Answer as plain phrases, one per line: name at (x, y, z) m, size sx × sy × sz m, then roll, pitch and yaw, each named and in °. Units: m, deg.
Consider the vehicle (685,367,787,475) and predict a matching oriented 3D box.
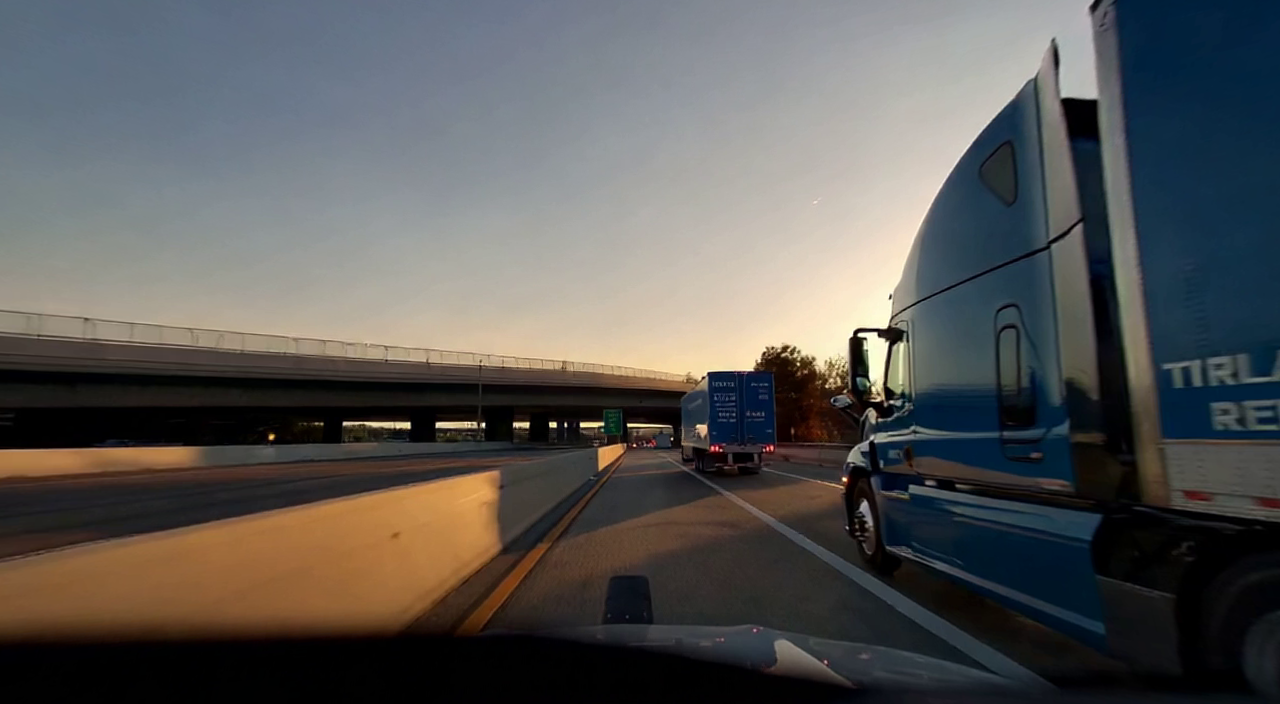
vehicle at (4.125, 3.597, 30.883) m, size 3.006 × 4.093 × 14.142 m, roll 0°, pitch -8°, yaw 1°
